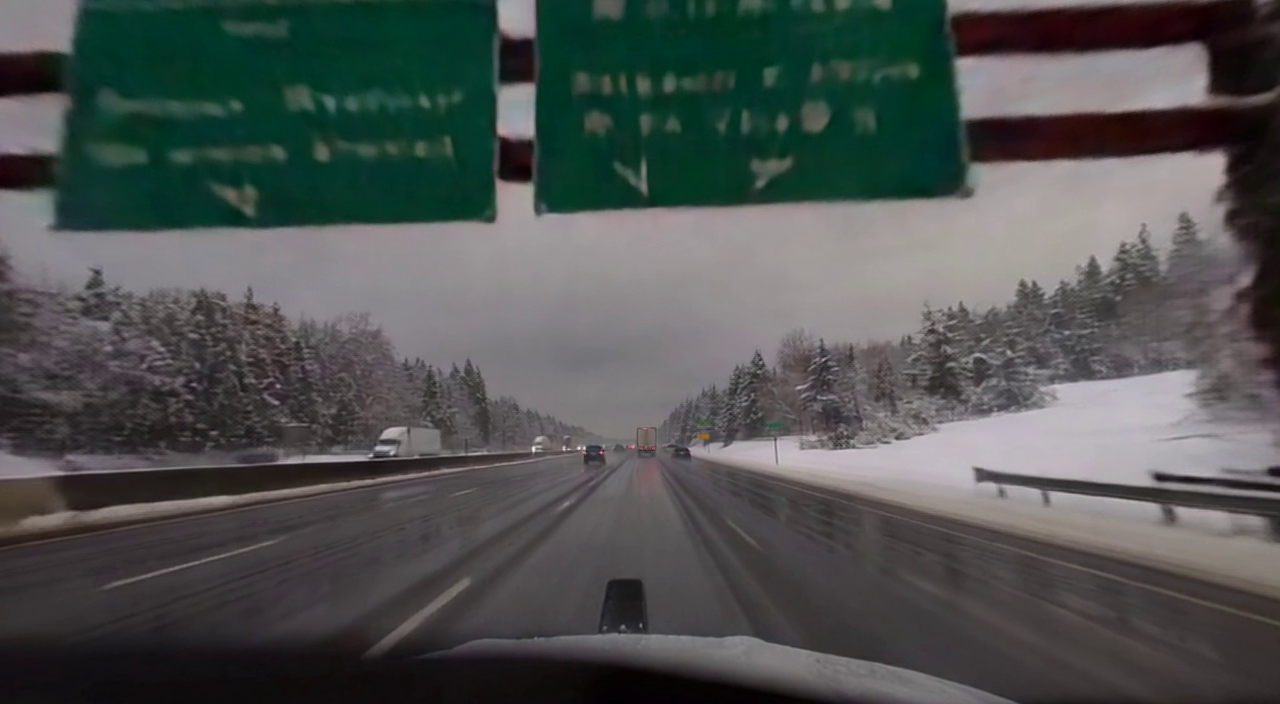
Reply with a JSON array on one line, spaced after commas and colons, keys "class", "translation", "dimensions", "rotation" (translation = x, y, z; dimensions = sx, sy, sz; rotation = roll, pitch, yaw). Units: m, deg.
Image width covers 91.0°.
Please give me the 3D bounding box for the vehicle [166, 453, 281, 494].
[{"class": "vehicle", "translation": [-15.702, 4.568, 23.989], "dimensions": [1.934, 1.398, 3.514], "rotation": [0, -9, 0]}]
